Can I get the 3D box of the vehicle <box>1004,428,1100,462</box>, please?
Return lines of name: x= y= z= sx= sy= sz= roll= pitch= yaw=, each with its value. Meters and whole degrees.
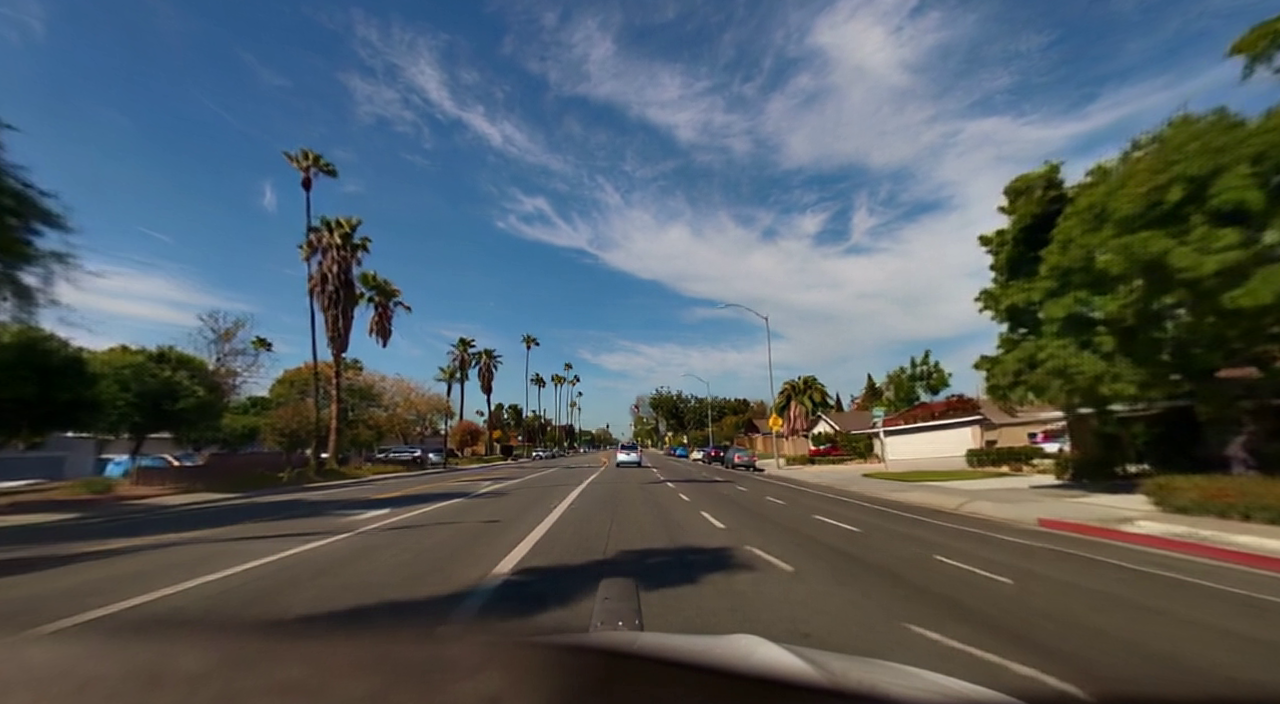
vehicle: x=24.090 y=5.510 z=37.229 sx=2.135 sy=1.787 sz=4.888 roll=0 pitch=-9 yaw=-3

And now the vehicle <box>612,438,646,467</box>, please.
vehicle: x=-0.844 y=7.005 z=44.260 sx=2.248 sy=1.833 sz=4.798 roll=0 pitch=-8 yaw=-2

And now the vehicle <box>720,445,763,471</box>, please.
vehicle: x=6.237 y=6.569 z=39.336 sx=1.947 sy=1.505 sz=4.759 roll=0 pitch=-8 yaw=0
